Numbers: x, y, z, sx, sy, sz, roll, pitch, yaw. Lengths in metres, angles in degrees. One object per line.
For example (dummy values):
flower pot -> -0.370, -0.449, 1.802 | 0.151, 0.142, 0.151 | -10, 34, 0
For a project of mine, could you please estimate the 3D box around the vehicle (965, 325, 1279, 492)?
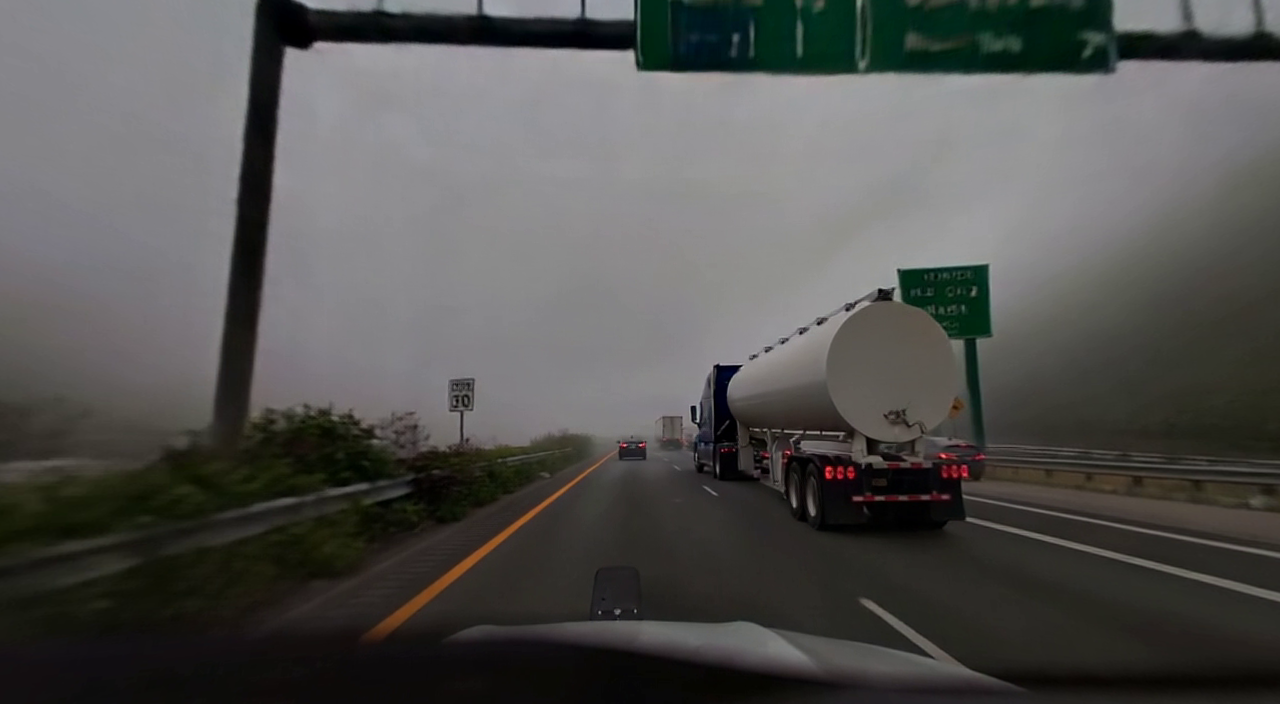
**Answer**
vehicle -> 15.259, 2.051, 20.699 | 2.878, 4.124, 10.050 | 1, -8, -6

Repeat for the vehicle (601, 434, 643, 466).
vehicle -> -0.867, 4.902, 31.773 | 2.000, 1.510, 3.518 | 0, -8, -1

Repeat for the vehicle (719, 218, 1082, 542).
vehicle -> 3.640, 0.899, 12.176 | 2.826, 3.905, 9.262 | 0, -8, -1
